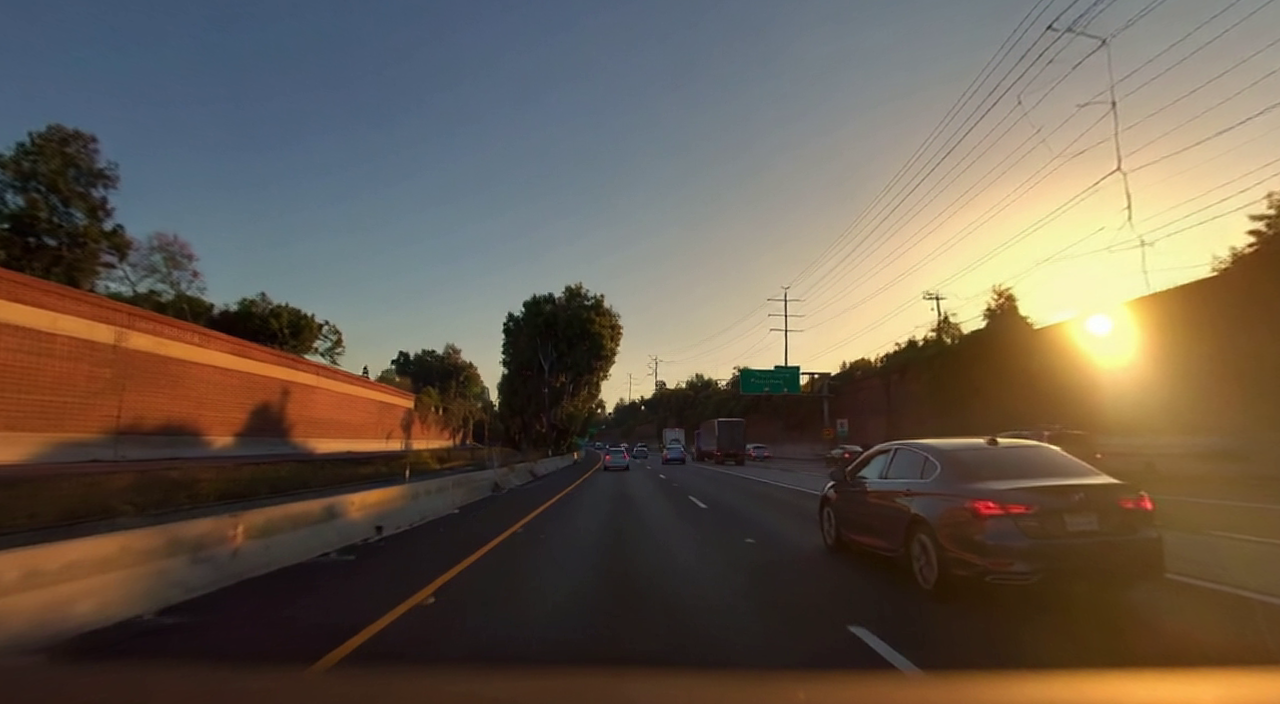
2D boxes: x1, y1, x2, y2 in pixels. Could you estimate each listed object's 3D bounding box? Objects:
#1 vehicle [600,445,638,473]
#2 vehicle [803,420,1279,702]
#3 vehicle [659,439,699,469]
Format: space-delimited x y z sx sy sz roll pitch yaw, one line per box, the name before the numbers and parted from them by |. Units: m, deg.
vehicle | -1.264 6.227 36.949 2.083 1.477 3.965 0 -9 -3
vehicle | 3.004 1.422 5.517 1.922 1.465 4.165 0 -9 -2
vehicle | 2.504 6.722 41.700 2.114 1.849 4.692 0 -9 -3
